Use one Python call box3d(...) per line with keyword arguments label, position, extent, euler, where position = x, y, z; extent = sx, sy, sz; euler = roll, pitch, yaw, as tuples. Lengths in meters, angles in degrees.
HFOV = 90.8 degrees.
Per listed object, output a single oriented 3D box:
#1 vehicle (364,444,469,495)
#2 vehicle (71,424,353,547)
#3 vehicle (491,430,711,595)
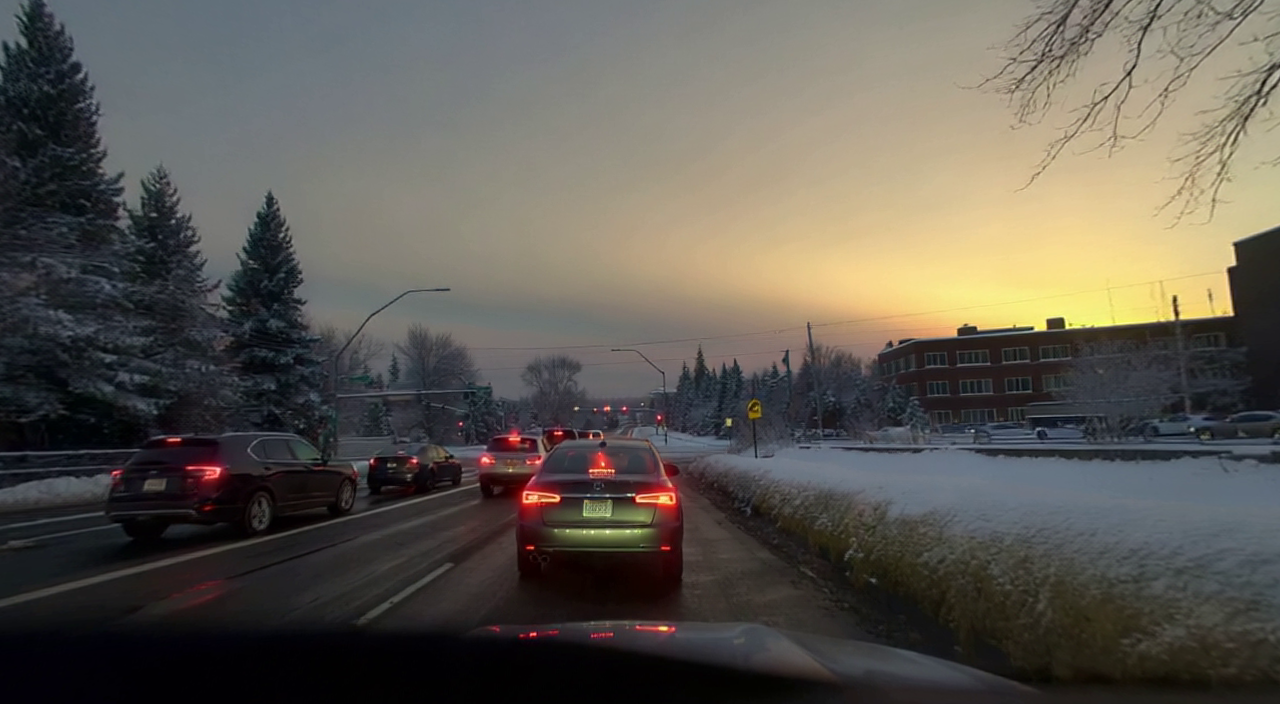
box3d(label="vehicle", position=(-7.341, 3.880, 21.263), extent=(1.851, 1.532, 4.279), euler=(0, -9, 2))
box3d(label="vehicle", position=(-7.302, 2.286, 11.491), extent=(2.068, 1.784, 4.224), euler=(0, -9, 1))
box3d(label="vehicle", position=(-0.374, 1.818, 8.011), extent=(2.066, 1.544, 3.954), euler=(0, -9, 0))
